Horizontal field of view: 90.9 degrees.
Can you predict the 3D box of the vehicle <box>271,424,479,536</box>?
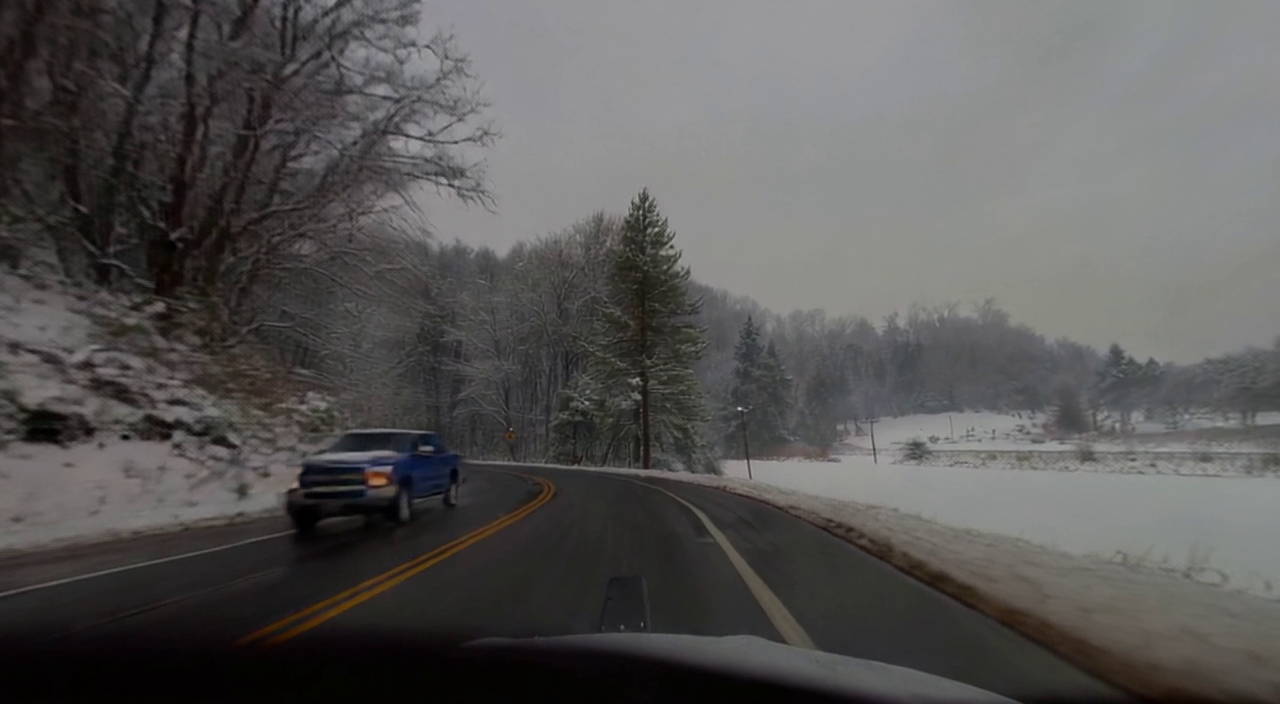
[{"bbox_3d":[-5.481,2.718,14.235,2.546,1.975,5.702,0,-8,-4],"label":"vehicle"}]
